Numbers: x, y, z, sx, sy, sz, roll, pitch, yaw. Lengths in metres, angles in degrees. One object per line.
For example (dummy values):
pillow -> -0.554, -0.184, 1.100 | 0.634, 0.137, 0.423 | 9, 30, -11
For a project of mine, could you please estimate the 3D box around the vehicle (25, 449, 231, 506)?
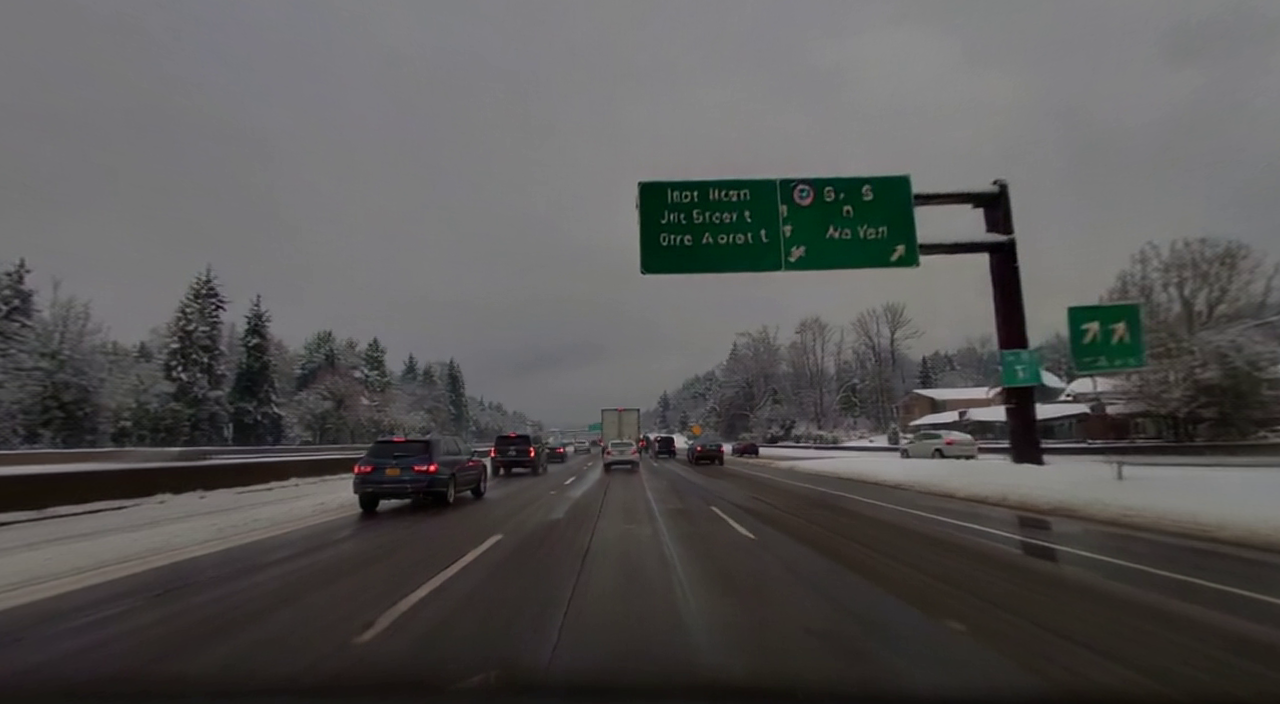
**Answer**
vehicle -> -14.750, 3.604, 18.701 | 2.095, 1.463, 4.841 | 0, -9, -1

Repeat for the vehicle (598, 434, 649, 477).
vehicle -> -0.720, 4.502, 27.547 | 2.063, 1.703, 4.203 | 0, -9, -2

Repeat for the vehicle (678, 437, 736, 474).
vehicle -> 2.952, 4.685, 28.694 | 2.027, 1.554, 4.252 | 0, -9, -2

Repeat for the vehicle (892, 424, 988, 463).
vehicle -> 14.054, 4.363, 29.932 | 2.048, 1.674, 4.106 | 1, -9, -9

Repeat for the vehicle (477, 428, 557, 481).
vehicle -> -4.891, 4.192, 26.049 | 2.301, 1.944, 5.482 | 0, -9, -1

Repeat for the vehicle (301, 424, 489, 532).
vehicle -> -4.324, 2.289, 11.968 | 1.988, 1.668, 4.021 | 0, -9, -1
